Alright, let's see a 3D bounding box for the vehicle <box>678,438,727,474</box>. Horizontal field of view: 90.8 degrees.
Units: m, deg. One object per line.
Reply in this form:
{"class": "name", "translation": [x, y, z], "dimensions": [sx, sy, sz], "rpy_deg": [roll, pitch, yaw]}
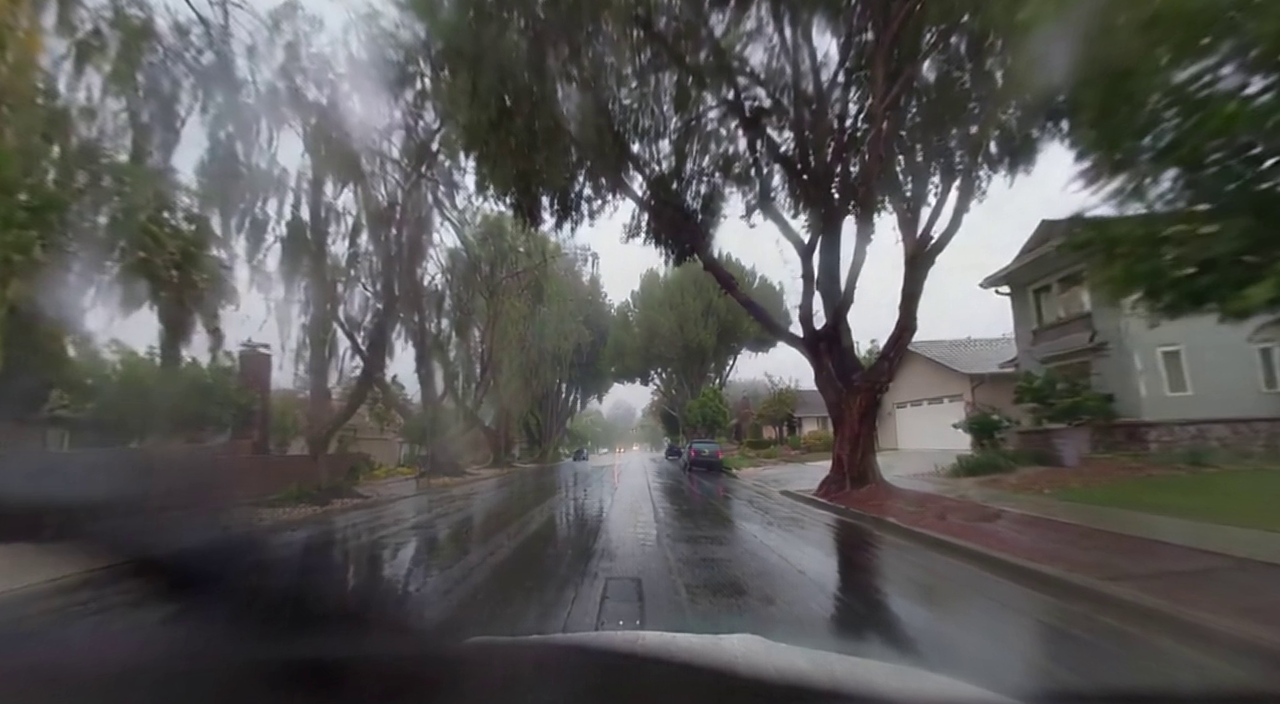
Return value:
{"class": "vehicle", "translation": [3.207, 5.464, 33.371], "dimensions": [2.055, 1.738, 4.448], "rpy_deg": [0, -9, -1]}

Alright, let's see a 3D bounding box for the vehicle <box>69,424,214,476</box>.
{"class": "vehicle", "translation": [-28.856, 5.828, 37.060], "dimensions": [2.735, 2.720, 6.677], "rpy_deg": [-1, -10, 3]}
